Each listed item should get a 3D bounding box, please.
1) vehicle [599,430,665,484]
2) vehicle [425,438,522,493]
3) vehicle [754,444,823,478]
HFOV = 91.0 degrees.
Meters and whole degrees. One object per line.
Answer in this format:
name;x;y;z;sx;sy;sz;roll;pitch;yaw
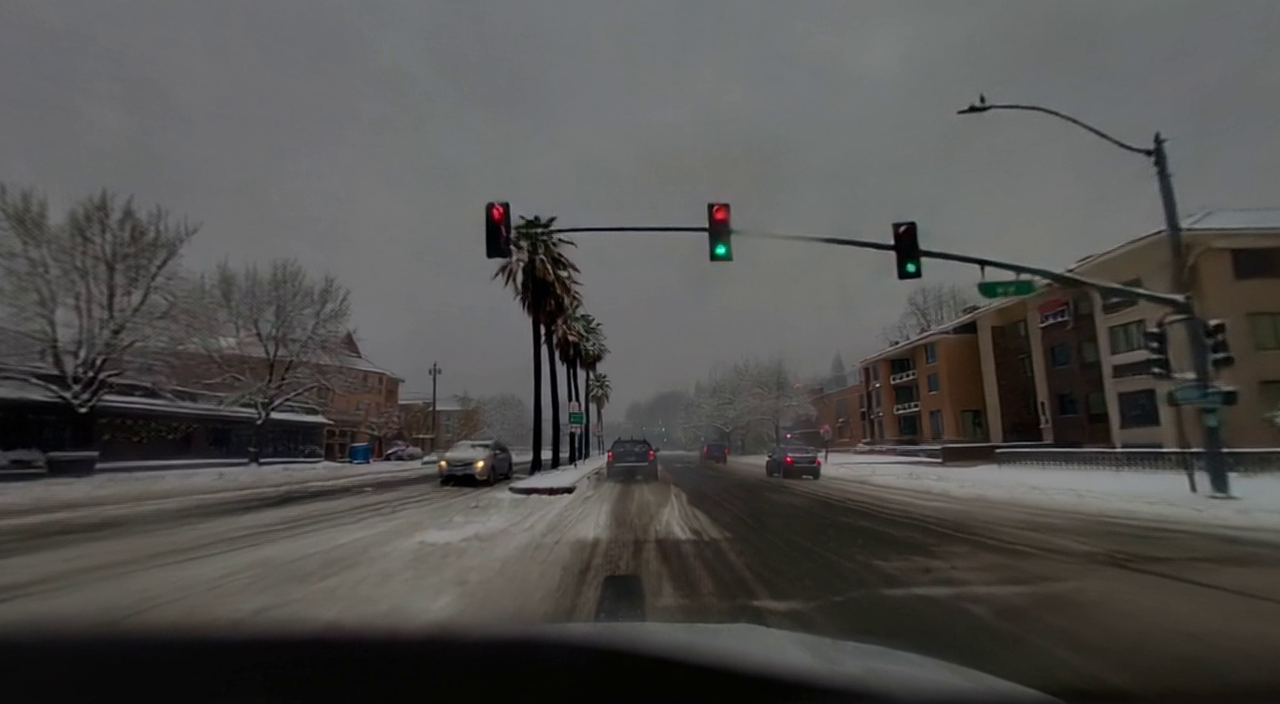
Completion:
vehicle;-0.284;3.937;23.821;2.277;1.816;4.192;0;-8;0
vehicle;-5.255;3.596;20.420;2.028;1.489;4.386;-3;-8;-1
vehicle;6.822;5.056;29.519;1.975;1.483;4.769;0;-8;-1
